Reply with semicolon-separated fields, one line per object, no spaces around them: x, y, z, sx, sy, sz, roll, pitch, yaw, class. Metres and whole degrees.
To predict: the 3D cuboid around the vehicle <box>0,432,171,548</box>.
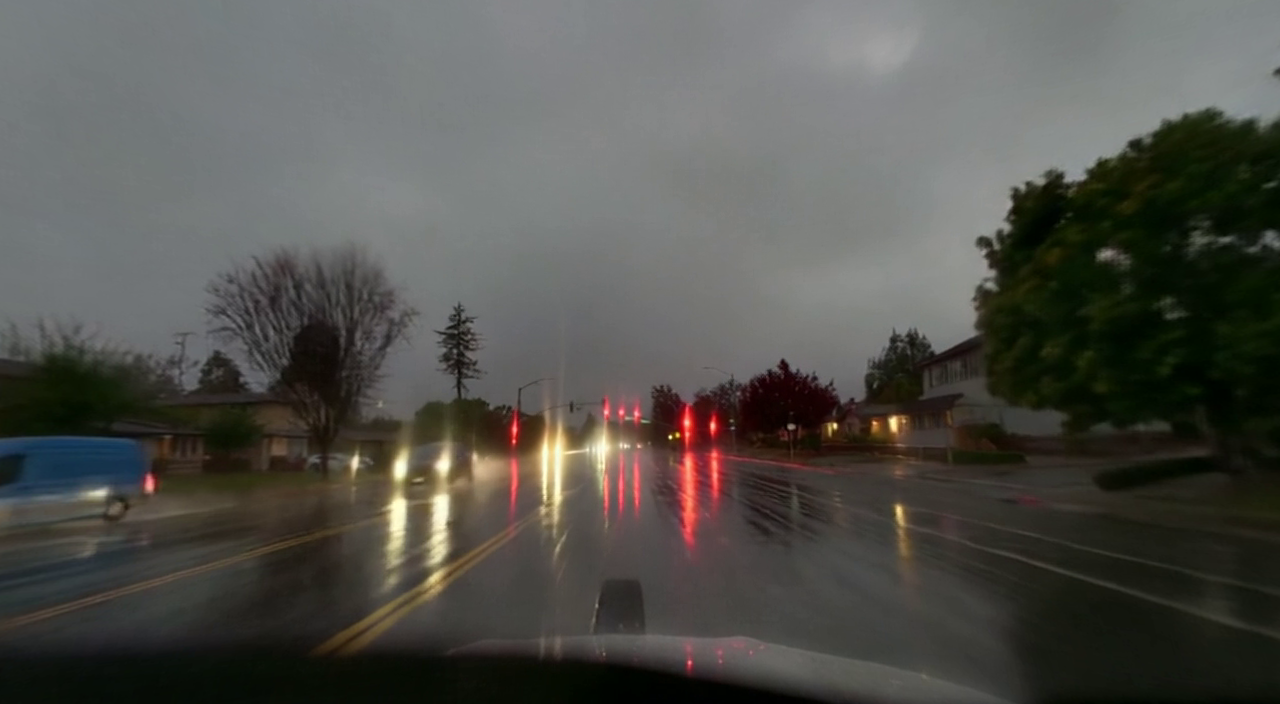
-13.582;2.941;14.005;2.346;2.217;5.290;0;-8;-2;vehicle

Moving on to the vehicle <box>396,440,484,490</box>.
-7.464;4.235;24.079;1.958;1.702;4.386;0;-8;-1;vehicle

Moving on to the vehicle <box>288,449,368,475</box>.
-20.919;7.347;42.484;4.354;1.676;1.905;0;-9;-2;vehicle
